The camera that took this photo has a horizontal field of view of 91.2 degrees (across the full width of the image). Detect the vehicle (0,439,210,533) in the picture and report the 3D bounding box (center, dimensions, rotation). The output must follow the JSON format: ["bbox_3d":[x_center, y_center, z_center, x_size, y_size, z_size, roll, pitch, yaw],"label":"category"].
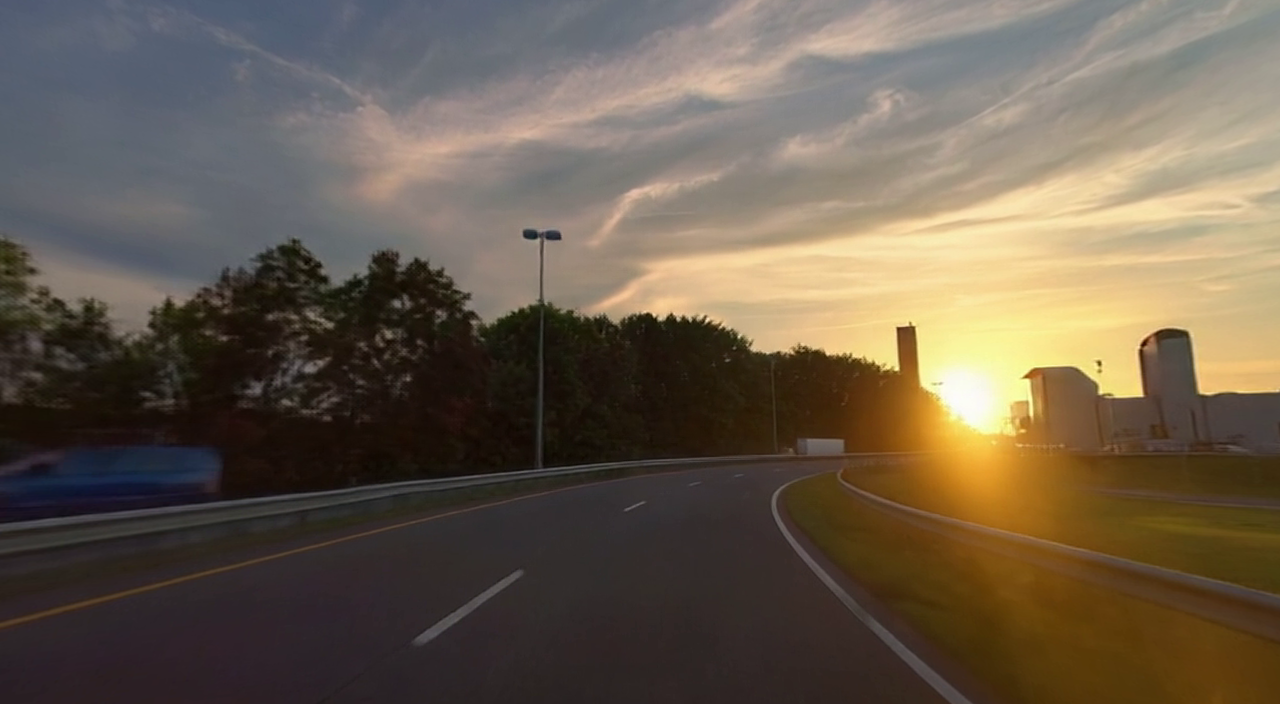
[{"bbox_3d":[-12.424,2.844,13.922,2.009,1.707,4.571,-2,-9,9],"label":"vehicle"}]
